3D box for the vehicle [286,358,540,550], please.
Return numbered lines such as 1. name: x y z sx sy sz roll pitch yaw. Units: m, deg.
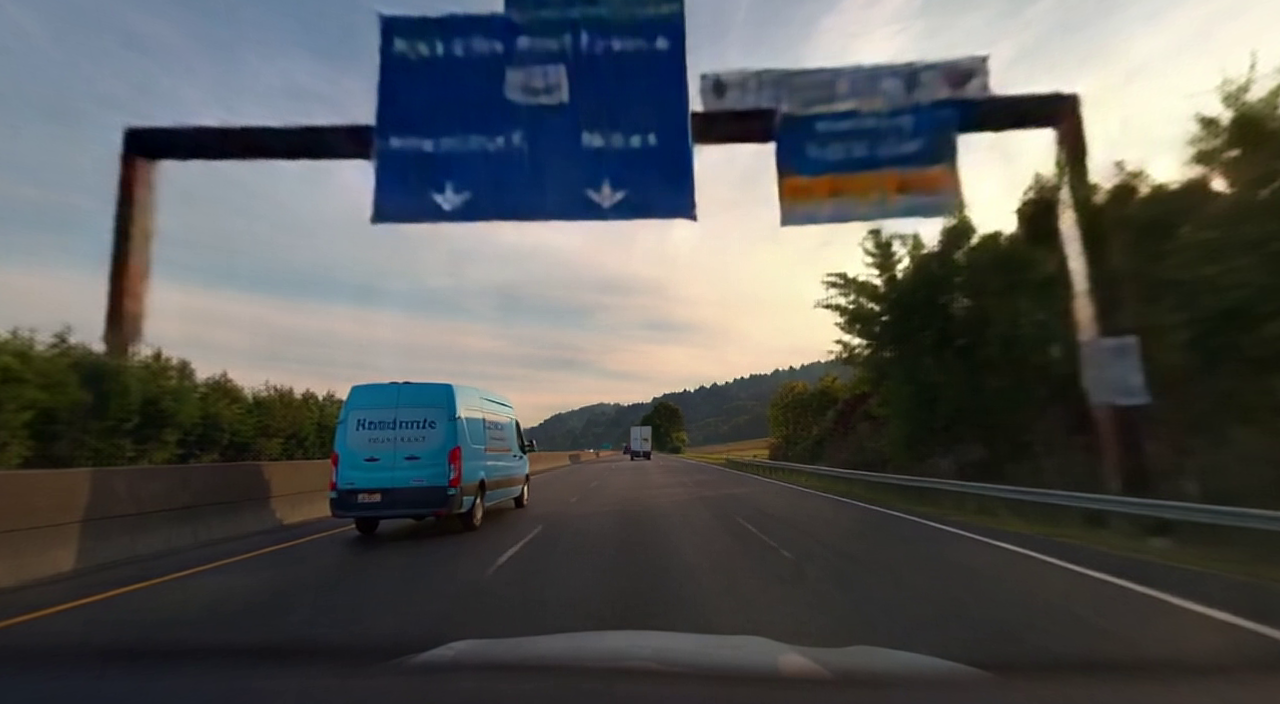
1. vehicle: -3.671 1.916 12.224 2.320 2.636 7.021 0 -9 0
